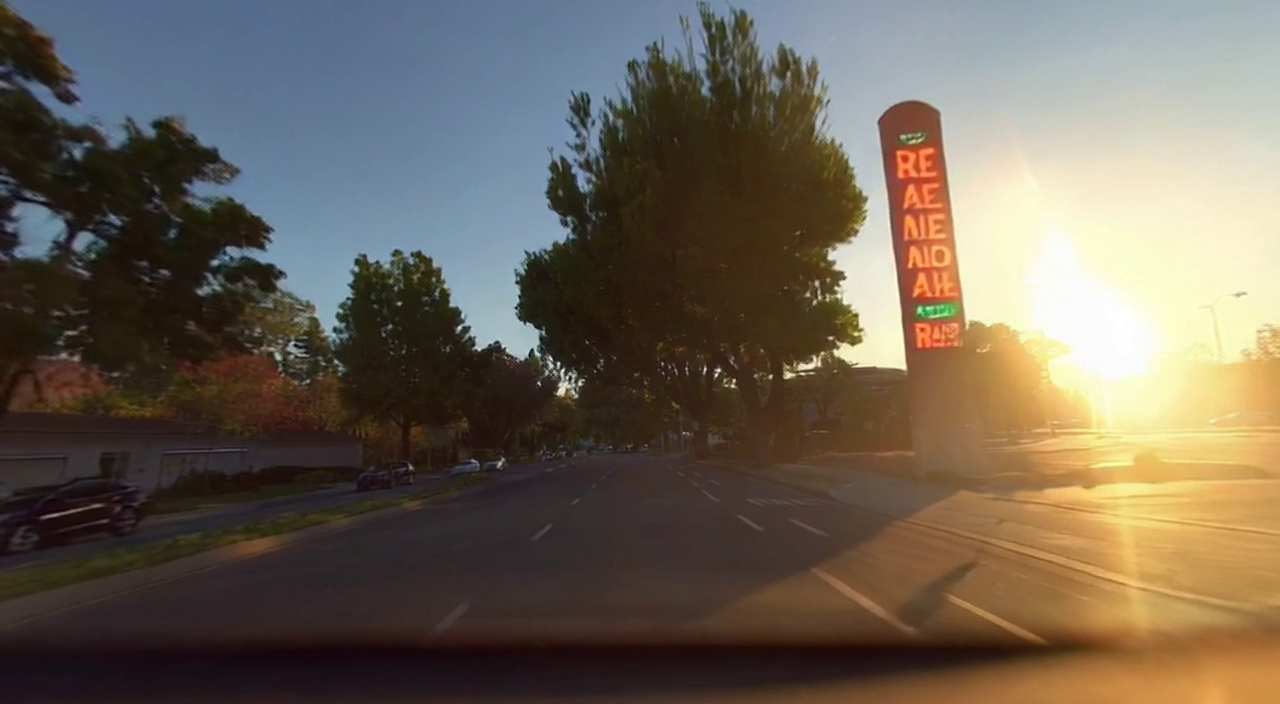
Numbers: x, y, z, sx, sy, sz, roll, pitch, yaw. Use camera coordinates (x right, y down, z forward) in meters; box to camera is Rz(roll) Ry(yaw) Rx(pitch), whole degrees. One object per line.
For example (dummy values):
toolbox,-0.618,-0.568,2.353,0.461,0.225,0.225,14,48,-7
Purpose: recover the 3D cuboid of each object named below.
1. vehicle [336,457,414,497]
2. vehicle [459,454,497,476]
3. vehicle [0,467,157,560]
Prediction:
vehicle,-12.627,5.933,30.349,1.986,1.488,4.330,-5,-8,-2
vehicle,-12.626,8.823,49.398,1.854,1.442,4.213,-4,-8,-1
vehicle,-12.628,3.372,13.354,1.953,1.558,3.839,-6,-9,-2
